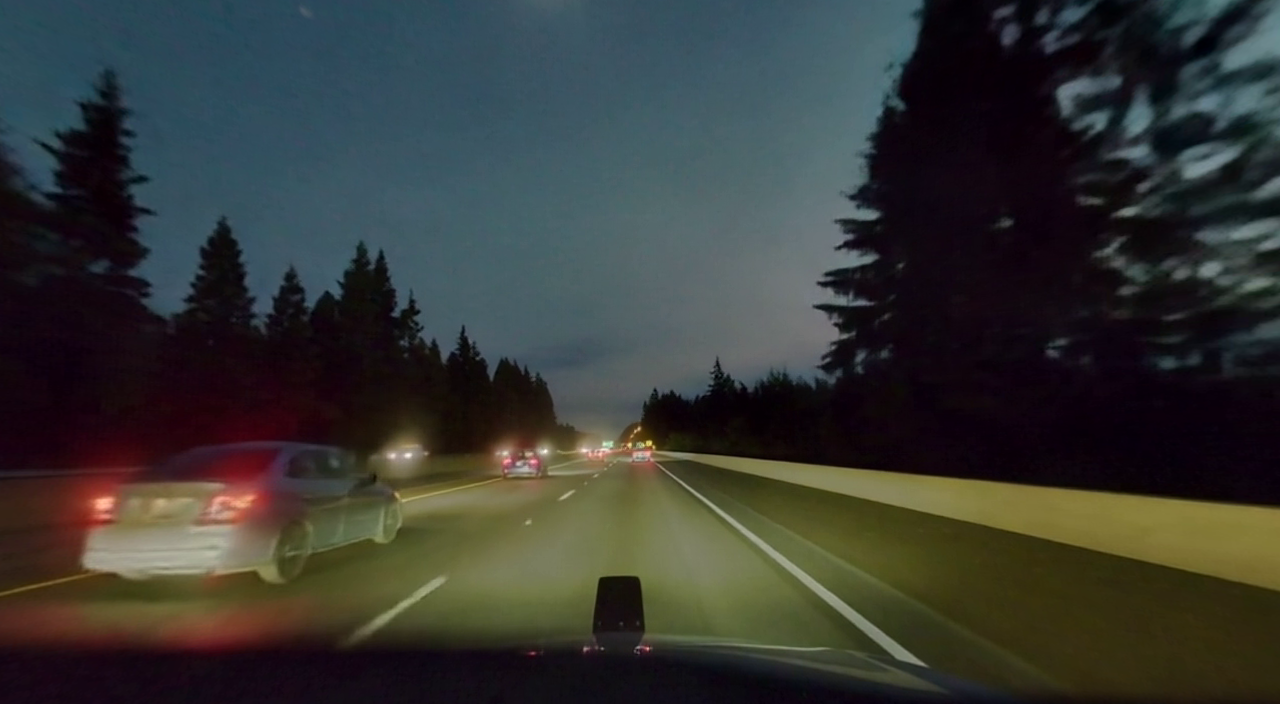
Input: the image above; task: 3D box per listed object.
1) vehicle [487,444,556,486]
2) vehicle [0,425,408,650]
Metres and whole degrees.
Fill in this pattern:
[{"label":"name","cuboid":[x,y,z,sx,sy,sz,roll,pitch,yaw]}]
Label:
[{"label":"vehicle","cuboid":[-4.534,4.373,24.808,1.838,1.508,4.317,0,-8,0]},{"label":"vehicle","cuboid":[-3.985,1.532,6.214,1.897,1.481,3.859,0,-8,0]}]
